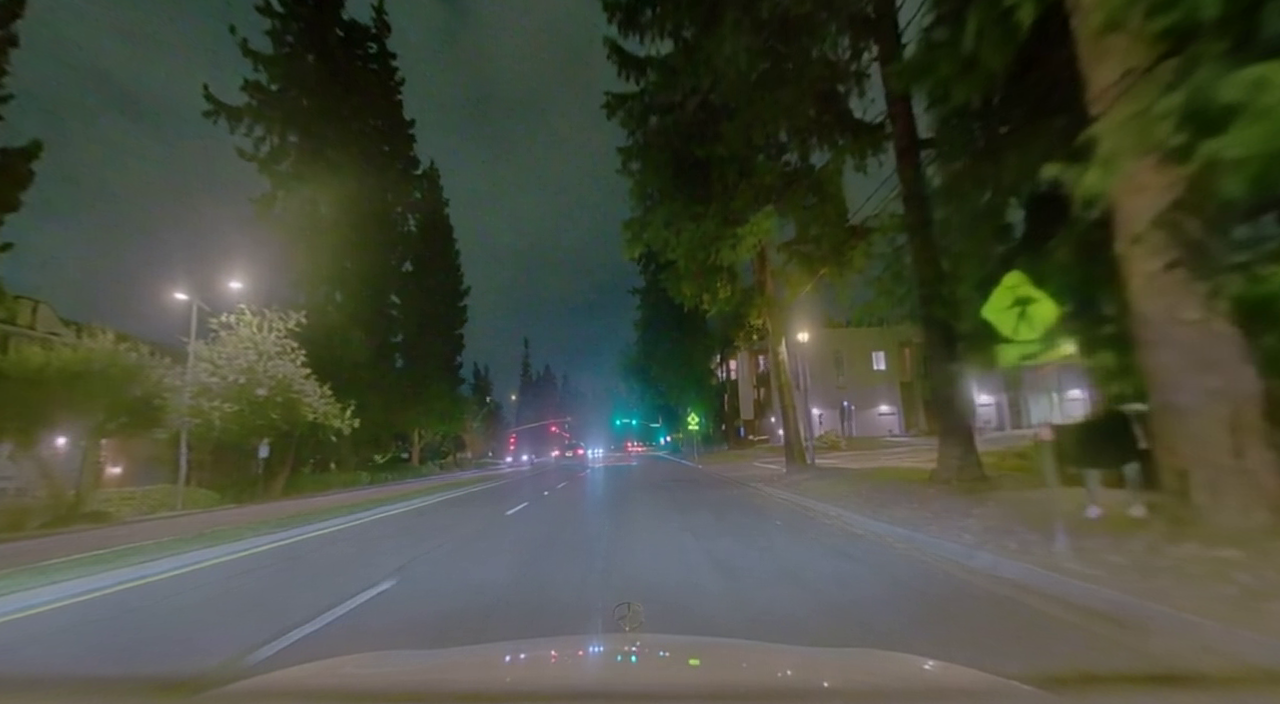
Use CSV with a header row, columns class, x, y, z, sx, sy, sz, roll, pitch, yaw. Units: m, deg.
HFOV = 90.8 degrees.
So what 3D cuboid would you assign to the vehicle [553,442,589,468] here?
class,x,y,z,sx,sy,sz,roll,pitch,yaw
vehicle,-4.739,7.168,44.101,2.065,1.714,4.272,0,-8,0
